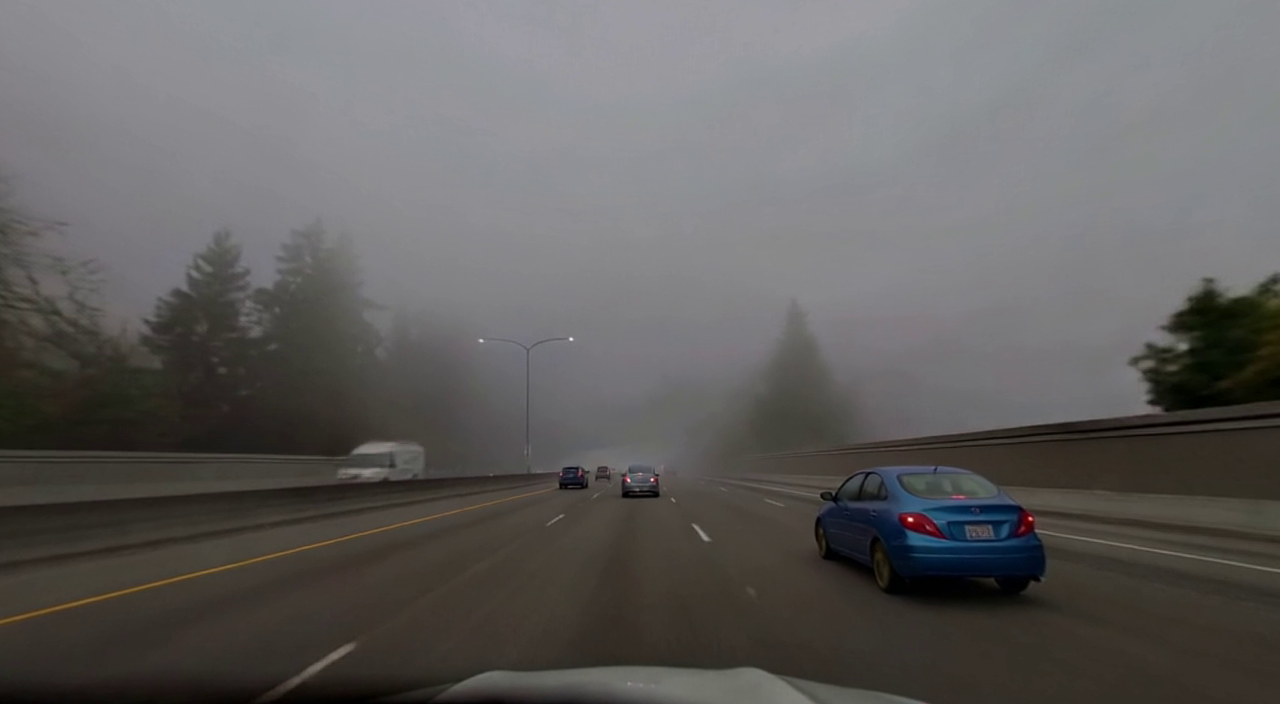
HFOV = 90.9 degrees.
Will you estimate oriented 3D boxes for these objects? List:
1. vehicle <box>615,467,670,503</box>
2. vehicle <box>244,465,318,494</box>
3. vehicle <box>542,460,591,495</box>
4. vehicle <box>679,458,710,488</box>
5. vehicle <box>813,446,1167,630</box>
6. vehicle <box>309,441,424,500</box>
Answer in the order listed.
[{"bbox_3d":[0.115,5.718,27.370,2.241,1.425,3.973,1,-10,0],"label":"vehicle"},{"bbox_3d":[-23.614,8.412,41.681,2.026,1.765,4.751,1,-10,1],"label":"vehicle"},{"bbox_3d":[-3.873,6.737,33.916,2.021,1.706,4.247,0,-10,1],"label":"vehicle"},{"bbox_3d":[4.203,9.429,49.300,2.030,2.172,3.621,1,-10,-2],"label":"vehicle"},{"bbox_3d":[3.591,1.980,7.466,1.938,1.561,3.786,1,-10,-1],"label":"vehicle"},{"bbox_3d":[-11.789,5.202,27.784,2.405,2.304,5.694,1,-10,0],"label":"vehicle"}]
